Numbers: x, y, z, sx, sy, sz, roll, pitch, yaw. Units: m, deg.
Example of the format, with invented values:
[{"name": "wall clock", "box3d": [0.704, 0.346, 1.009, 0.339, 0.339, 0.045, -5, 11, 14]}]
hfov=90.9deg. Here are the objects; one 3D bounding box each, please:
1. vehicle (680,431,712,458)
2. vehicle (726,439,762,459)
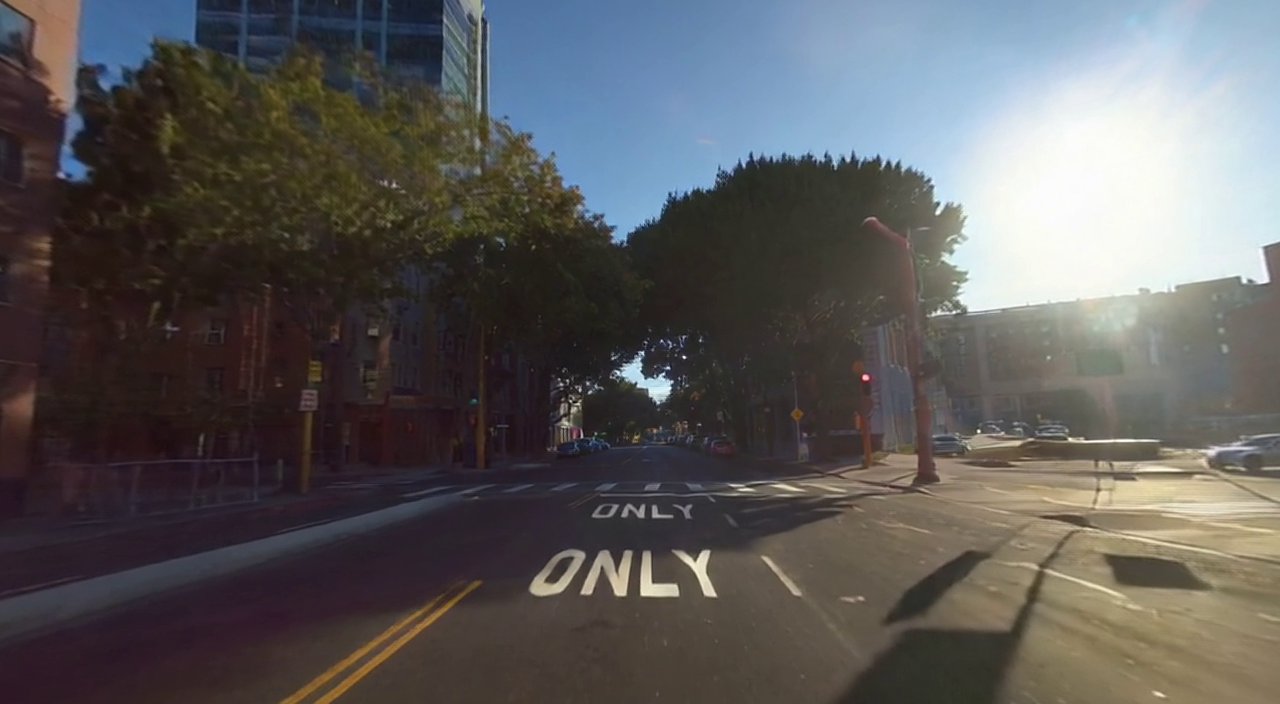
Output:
[{"name": "vehicle", "box3d": [4.154, 6.936, 47.218, 1.971, 1.919, 4.748, 0, -8, 0]}, {"name": "vehicle", "box3d": [8.163, 7.629, 49.812, 1.997, 1.510, 4.455, 0, -8, -1]}]
